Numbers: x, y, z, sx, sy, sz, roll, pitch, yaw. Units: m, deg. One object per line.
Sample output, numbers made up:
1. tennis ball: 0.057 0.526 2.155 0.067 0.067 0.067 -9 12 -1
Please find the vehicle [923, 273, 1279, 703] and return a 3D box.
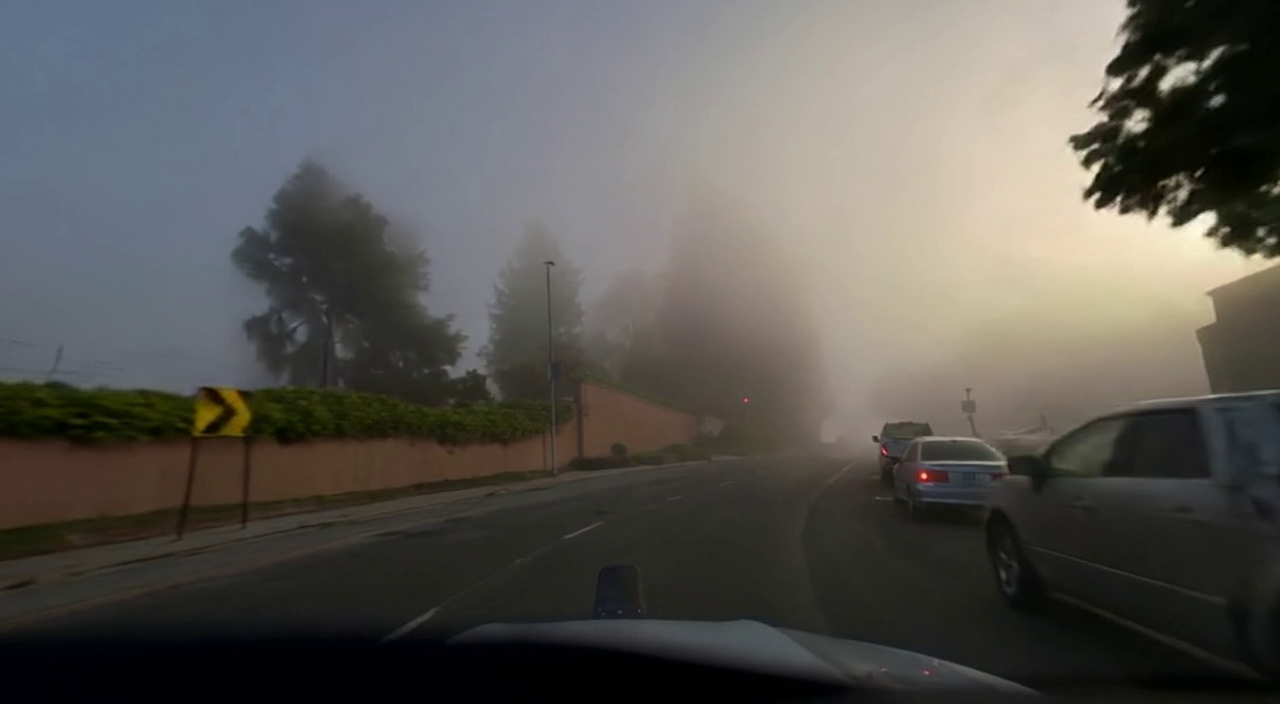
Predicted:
1. vehicle: 3.821 0.836 3.386 2.483 1.978 5.802 -1 -9 7
